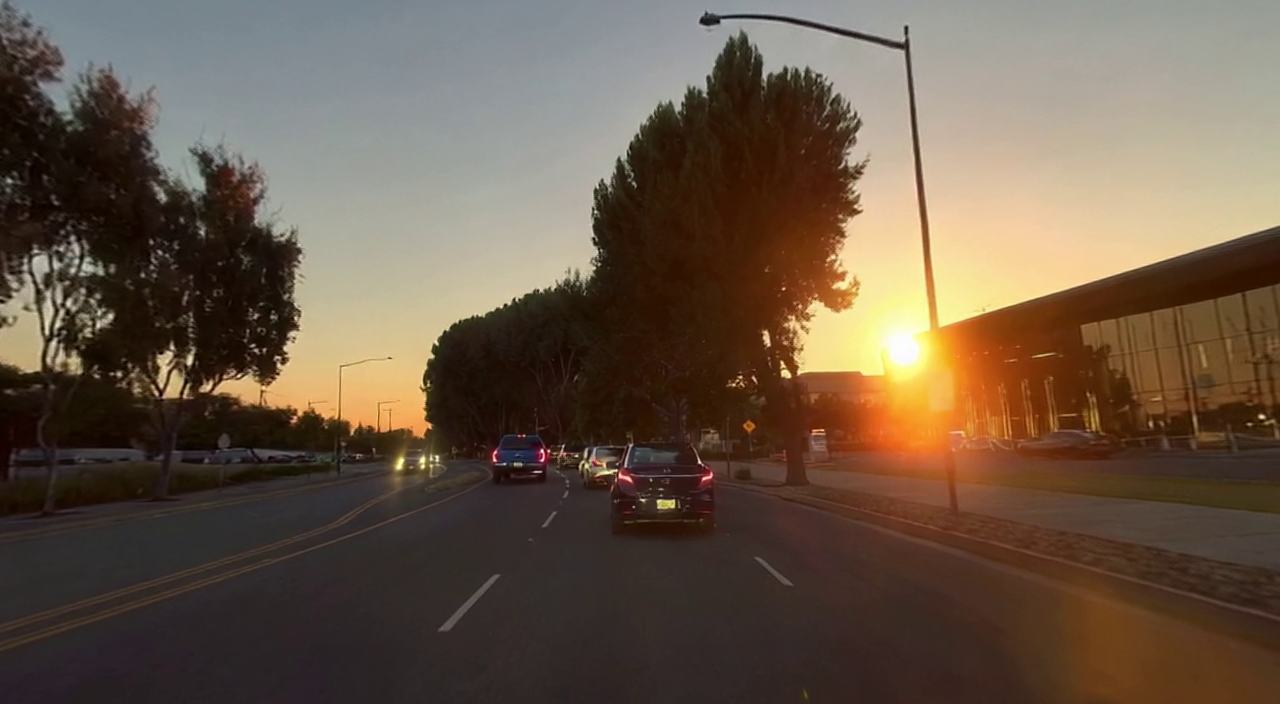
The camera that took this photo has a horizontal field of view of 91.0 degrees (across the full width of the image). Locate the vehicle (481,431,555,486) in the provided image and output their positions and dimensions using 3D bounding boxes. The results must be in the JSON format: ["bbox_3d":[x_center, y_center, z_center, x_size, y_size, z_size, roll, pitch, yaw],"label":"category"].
[{"bbox_3d":[-4.864,4.350,26.054,2.512,1.992,5.725,1,-9,-6],"label":"vehicle"}]

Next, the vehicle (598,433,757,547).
[{"bbox_3d":[0.381,2.196,10.706,2.142,1.528,4.133,1,-9,-4],"label":"vehicle"}]
